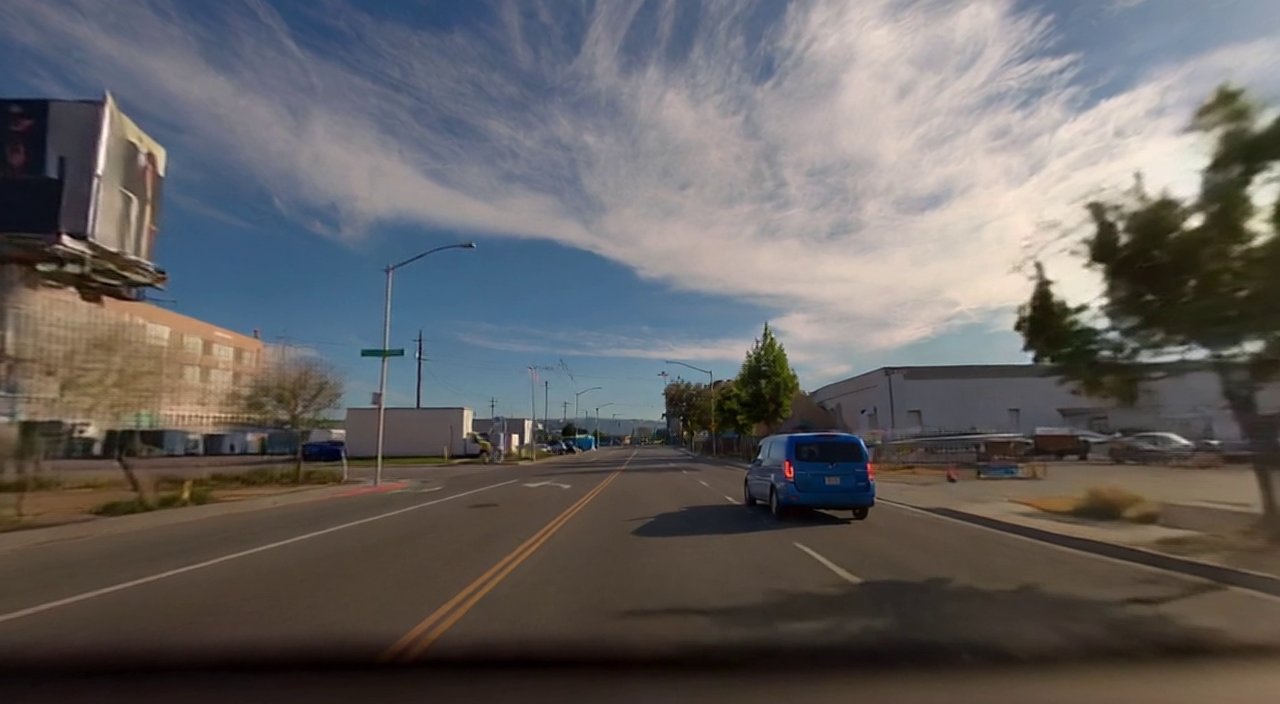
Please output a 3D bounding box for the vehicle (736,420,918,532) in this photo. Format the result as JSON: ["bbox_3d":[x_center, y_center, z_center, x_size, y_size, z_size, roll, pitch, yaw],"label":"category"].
[{"bbox_3d":[3.440,2.393,12.811,2.202,1.822,4.826,0,-8,0],"label":"vehicle"}]
